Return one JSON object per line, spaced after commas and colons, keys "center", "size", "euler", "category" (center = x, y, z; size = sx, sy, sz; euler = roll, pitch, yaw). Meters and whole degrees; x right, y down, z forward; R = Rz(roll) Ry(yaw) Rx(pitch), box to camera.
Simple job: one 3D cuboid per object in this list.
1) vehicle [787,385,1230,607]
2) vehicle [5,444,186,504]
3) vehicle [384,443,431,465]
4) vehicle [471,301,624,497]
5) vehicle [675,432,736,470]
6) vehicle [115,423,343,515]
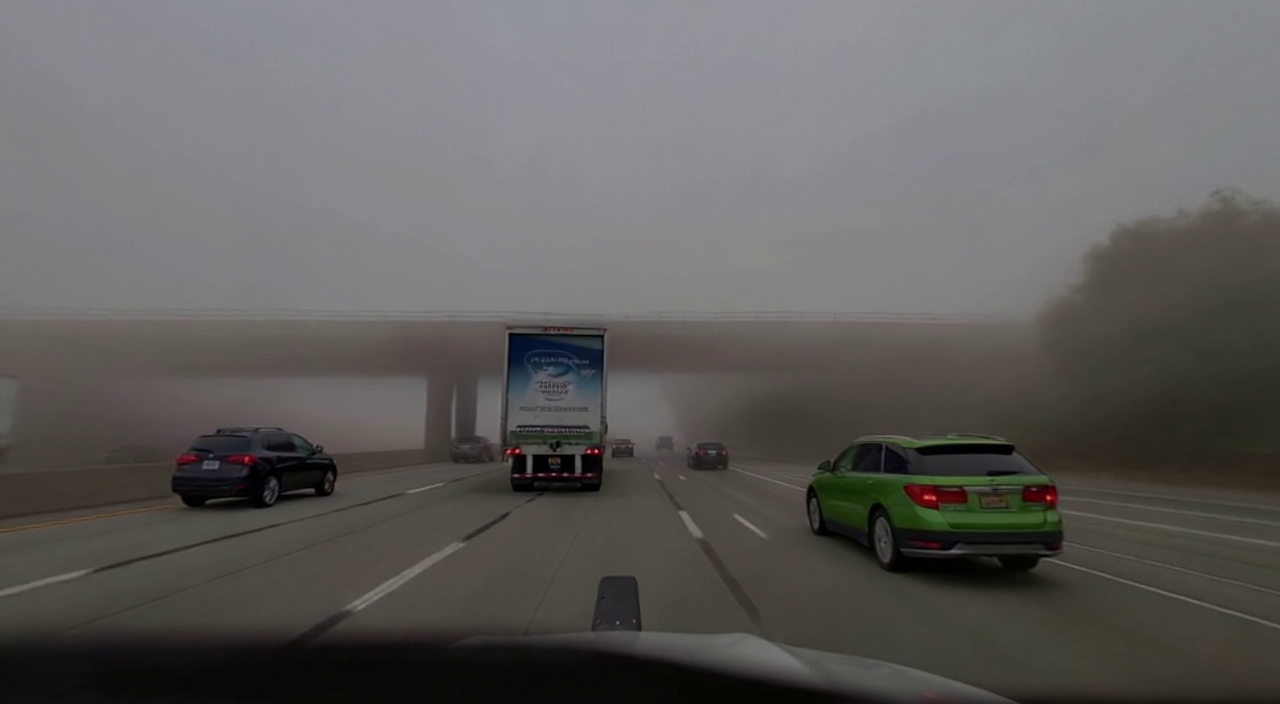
{"center": [3.300, 1.371, 6.980], "size": [2.118, 1.647, 4.400], "euler": [0, -8, -2], "category": "vehicle"}
{"center": [-16.506, 3.674, 19.411], "size": [1.933, 1.573, 4.153], "euler": [0, -8, -2], "category": "vehicle"}
{"center": [-17.470, 7.676, 47.367], "size": [1.874, 1.491, 4.393], "euler": [0, -7, 0], "category": "vehicle"}
{"center": [-2.202, 1.545, 17.193], "size": [2.911, 3.787, 9.905], "euler": [1, -8, -5], "category": "vehicle"}
{"center": [2.766, 4.311, 27.688], "size": [2.003, 1.519, 4.580], "euler": [0, -8, -2], "category": "vehicle"}
{"center": [-8.562, 2.435, 13.744], "size": [2.048, 1.652, 4.421], "euler": [0, -8, -1], "category": "vehicle"}
